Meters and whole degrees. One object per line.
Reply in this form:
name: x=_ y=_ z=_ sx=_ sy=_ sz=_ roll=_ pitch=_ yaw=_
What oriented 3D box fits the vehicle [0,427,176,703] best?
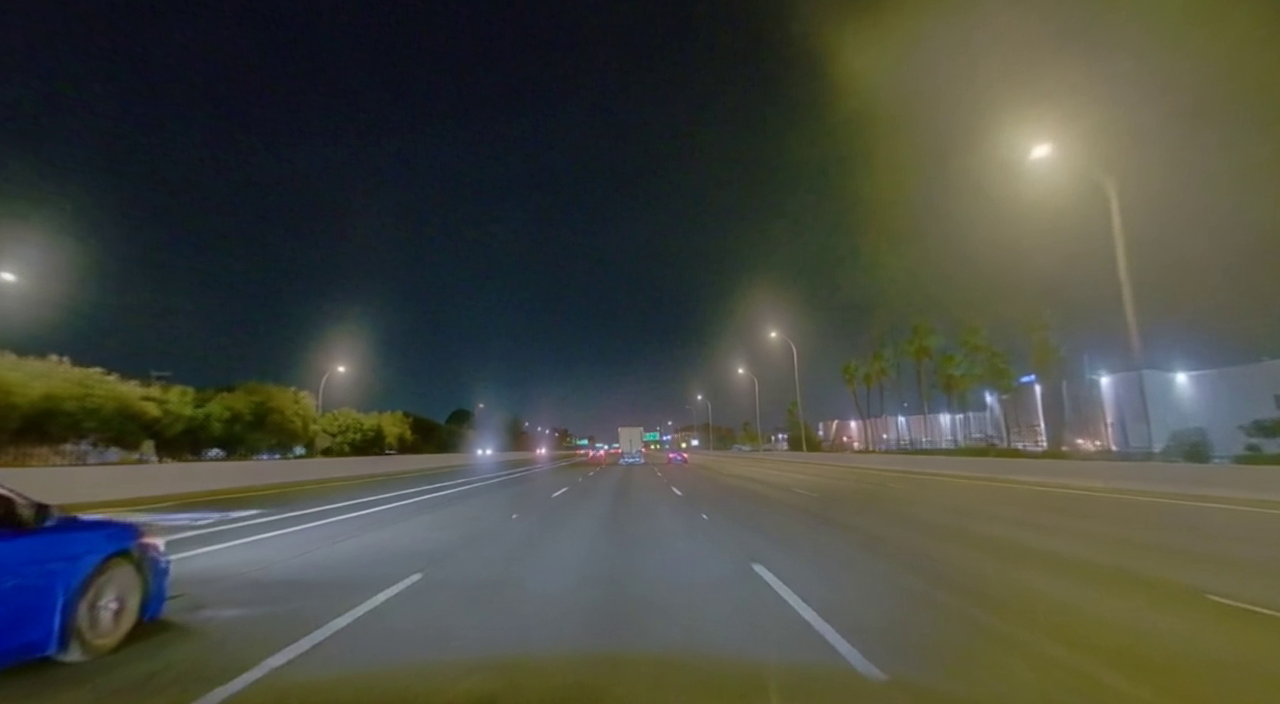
vehicle: x=-3.966 y=0.907 z=1.778 sx=2.097 sy=1.447 sz=4.291 roll=0 pitch=-9 yaw=-1

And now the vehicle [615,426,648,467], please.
vehicle: x=-0.746 y=7.296 z=48.906 sx=2.364 sy=2.953 sz=6.495 roll=0 pitch=-9 yaw=-2
